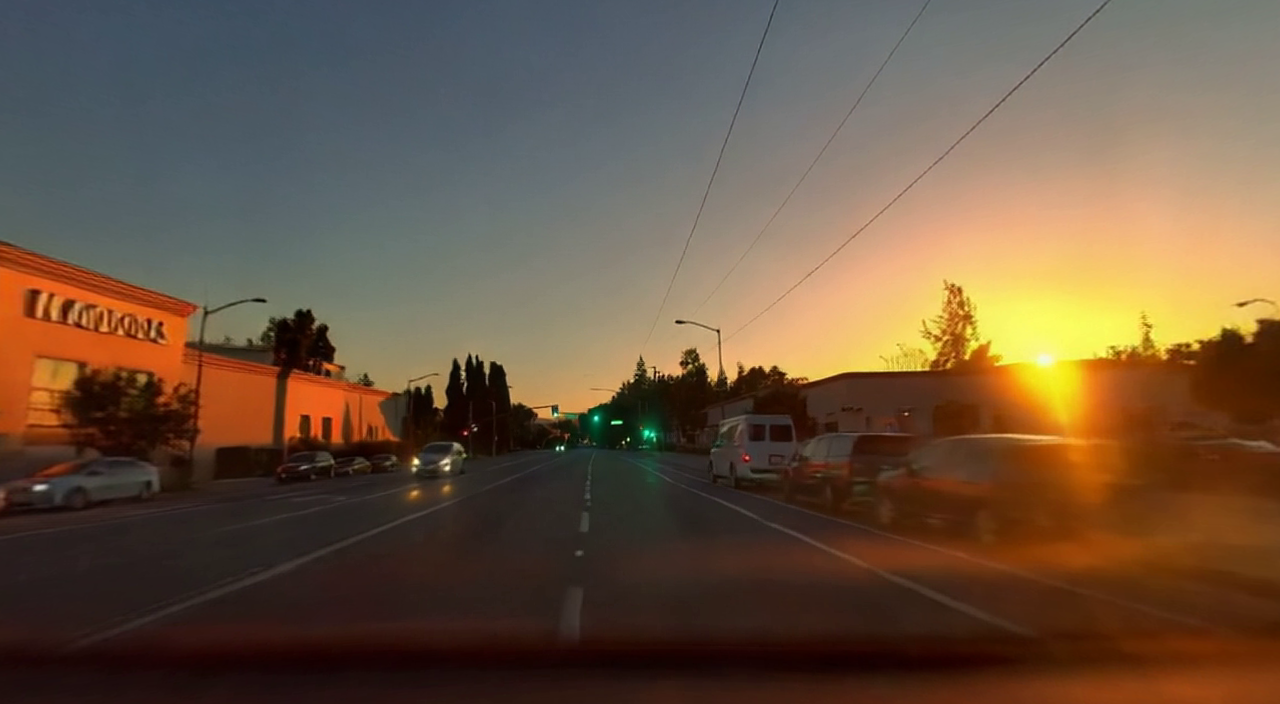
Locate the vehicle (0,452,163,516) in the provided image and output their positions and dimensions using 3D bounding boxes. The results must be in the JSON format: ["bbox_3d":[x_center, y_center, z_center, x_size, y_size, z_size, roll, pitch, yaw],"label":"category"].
[{"bbox_3d":[-17.512,4.024,19.677,1.928,1.718,4.279,0,-9,-3],"label":"vehicle"}]

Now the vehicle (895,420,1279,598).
[{"bbox_3d":[5.570,1.923,8.650,1.952,1.771,4.385,1,-9,-5],"label":"vehicle"}]

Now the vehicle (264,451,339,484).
[{"bbox_3d":[-18.582,6.328,34.796,2.021,1.695,4.372,1,-9,-5],"label":"vehicle"}]

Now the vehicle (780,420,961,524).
[{"bbox_3d":[5.111,2.749,14.972,2.002,2.010,5.145,1,-9,-4],"label":"vehicle"}]

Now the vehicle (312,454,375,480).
[{"bbox_3d":[-19.025,7.376,40.651,1.906,1.509,4.834,0,-9,-2],"label":"vehicle"}]

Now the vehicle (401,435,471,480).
[{"bbox_3d":[-10.077,5.255,31.574,2.235,2.023,4.923,1,-9,-5],"label":"vehicle"}]

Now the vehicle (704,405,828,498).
[{"bbox_3d":[4.335,3.582,23.205,2.739,2.866,6.142,-1,-7,-5],"label":"vehicle"}]
